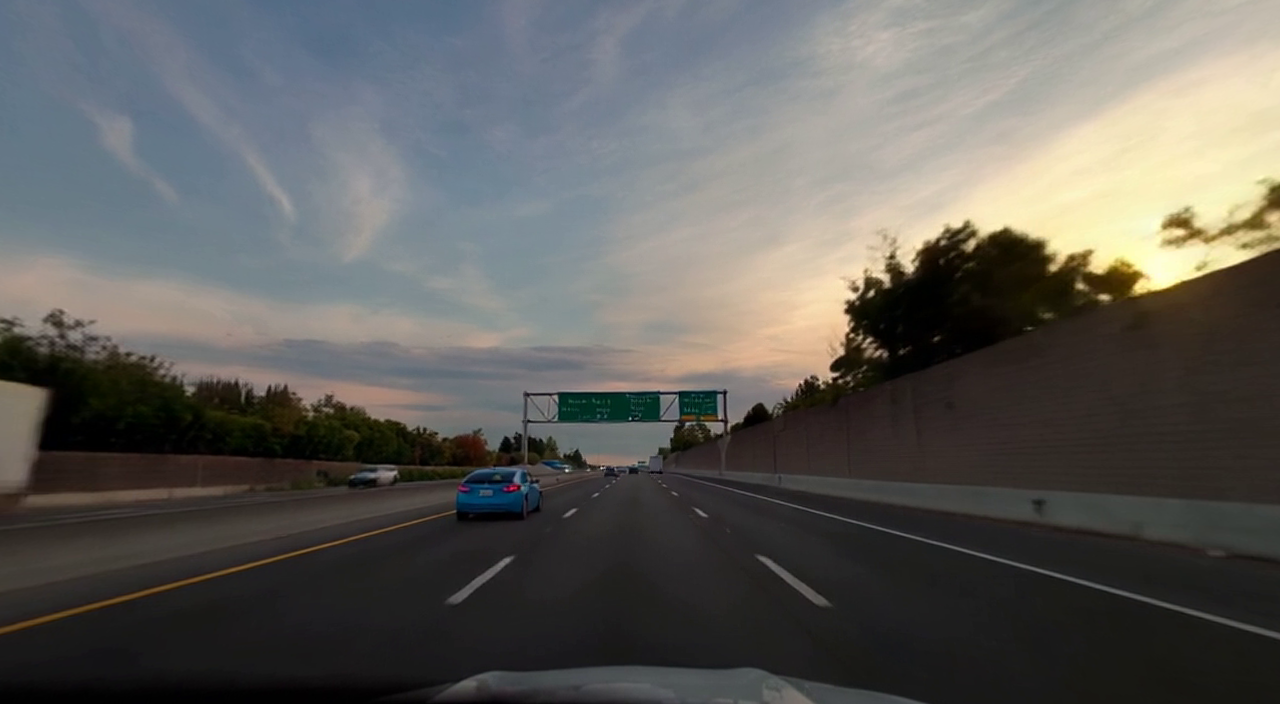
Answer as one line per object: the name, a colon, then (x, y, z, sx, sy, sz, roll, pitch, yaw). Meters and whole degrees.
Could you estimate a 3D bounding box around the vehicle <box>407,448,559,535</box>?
vehicle: (-3.064, 2.889, 13.455, 2.045, 1.487, 4.582, 1, -10, 0)
